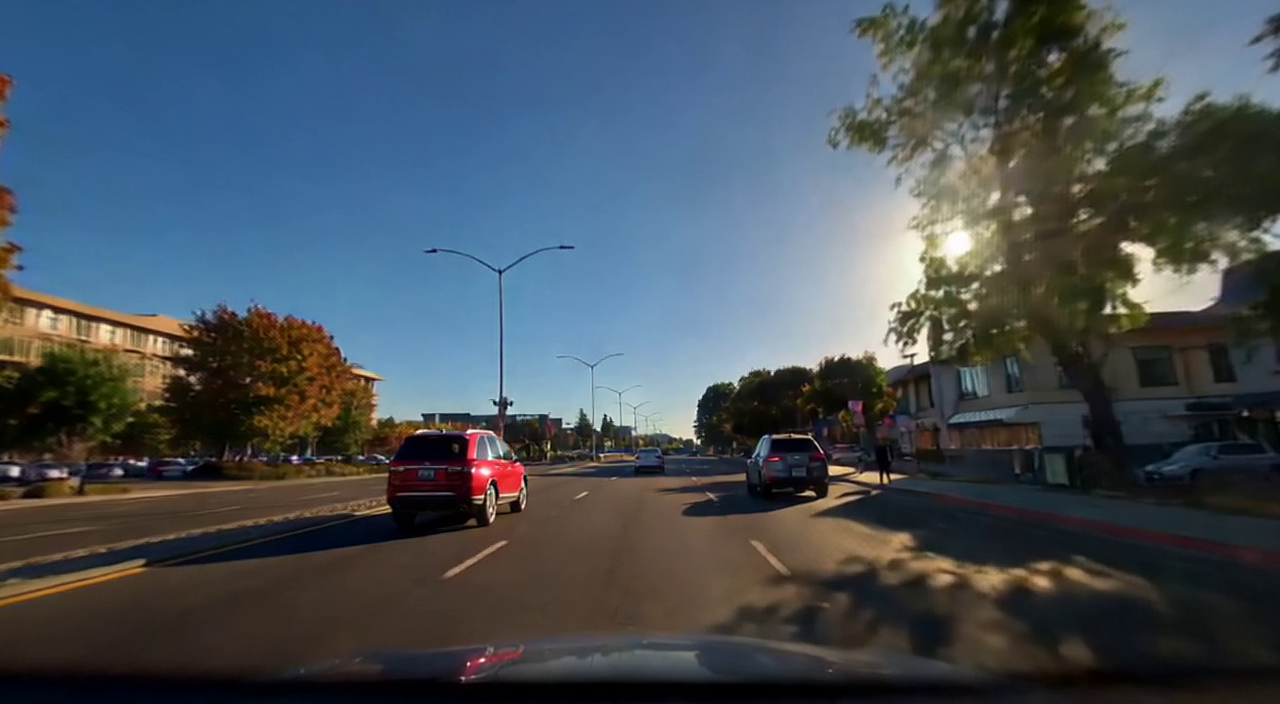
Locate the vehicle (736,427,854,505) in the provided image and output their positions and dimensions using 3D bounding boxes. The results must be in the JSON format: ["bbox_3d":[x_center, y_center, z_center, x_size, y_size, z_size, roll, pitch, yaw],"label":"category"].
[{"bbox_3d":[3.938,2.970,16.852,2.083,1.779,4.347,0,-8,1],"label":"vehicle"}]

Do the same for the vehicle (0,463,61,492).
[{"bbox_3d":[-42.630,8.534,42.846,4.648,1.811,2.029,-1,-8,6],"label":"vehicle"}]

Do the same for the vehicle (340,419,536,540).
[{"bbox_3d":[-3.451,2.268,11.873,2.047,1.810,4.414,0,-8,2],"label":"vehicle"}]

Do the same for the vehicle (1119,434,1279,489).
[{"bbox_3d":[18.167,3.401,19.784,4.601,1.603,1.852,-4,-10,28],"label":"vehicle"}]

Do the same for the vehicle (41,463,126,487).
[{"bbox_3d":[-42.756,9.448,48.478,4.647,1.733,2.030,0,-8,3],"label":"vehicle"}]

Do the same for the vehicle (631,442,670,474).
[{"bbox_3d":[0.647,5.932,35.452,2.067,1.702,3.987,0,-8,2],"label":"vehicle"}]
